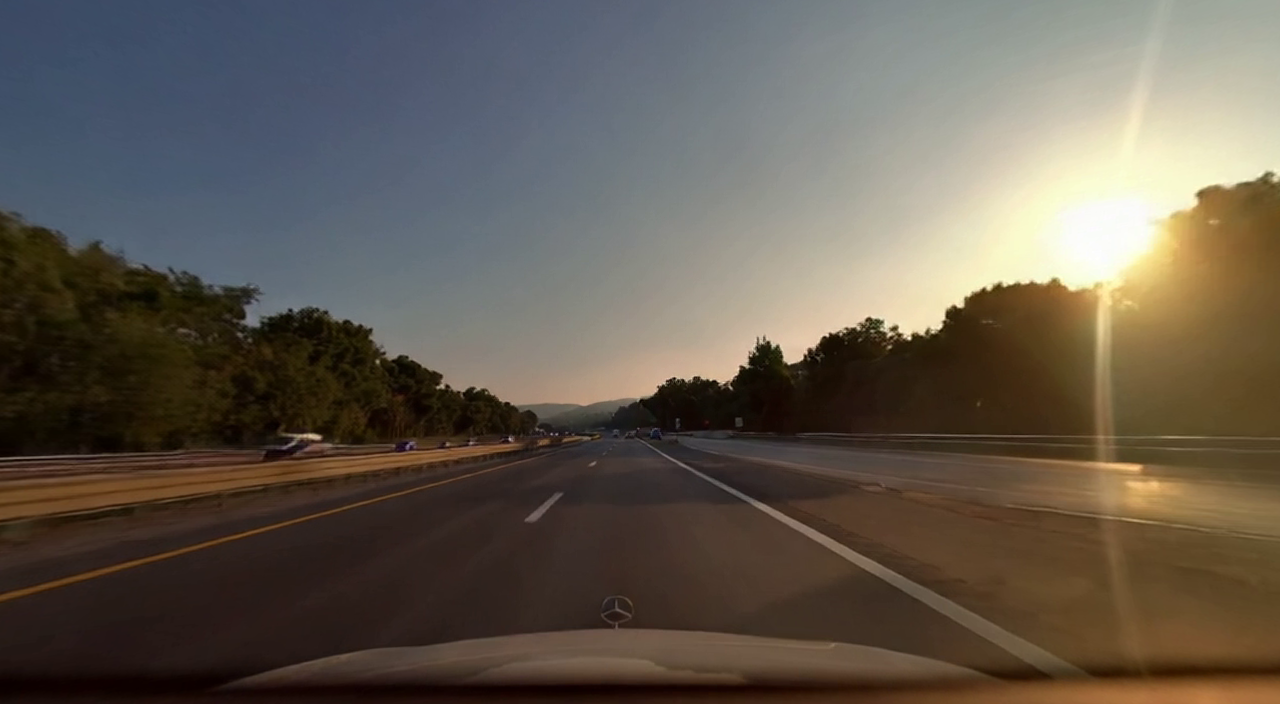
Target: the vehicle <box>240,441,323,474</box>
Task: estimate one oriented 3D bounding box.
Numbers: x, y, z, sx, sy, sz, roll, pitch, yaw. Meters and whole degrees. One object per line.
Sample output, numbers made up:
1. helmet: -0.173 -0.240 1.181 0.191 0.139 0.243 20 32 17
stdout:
1. vehicle: -16.983 4.991 30.028 1.756 1.429 3.808 0 -8 -1
